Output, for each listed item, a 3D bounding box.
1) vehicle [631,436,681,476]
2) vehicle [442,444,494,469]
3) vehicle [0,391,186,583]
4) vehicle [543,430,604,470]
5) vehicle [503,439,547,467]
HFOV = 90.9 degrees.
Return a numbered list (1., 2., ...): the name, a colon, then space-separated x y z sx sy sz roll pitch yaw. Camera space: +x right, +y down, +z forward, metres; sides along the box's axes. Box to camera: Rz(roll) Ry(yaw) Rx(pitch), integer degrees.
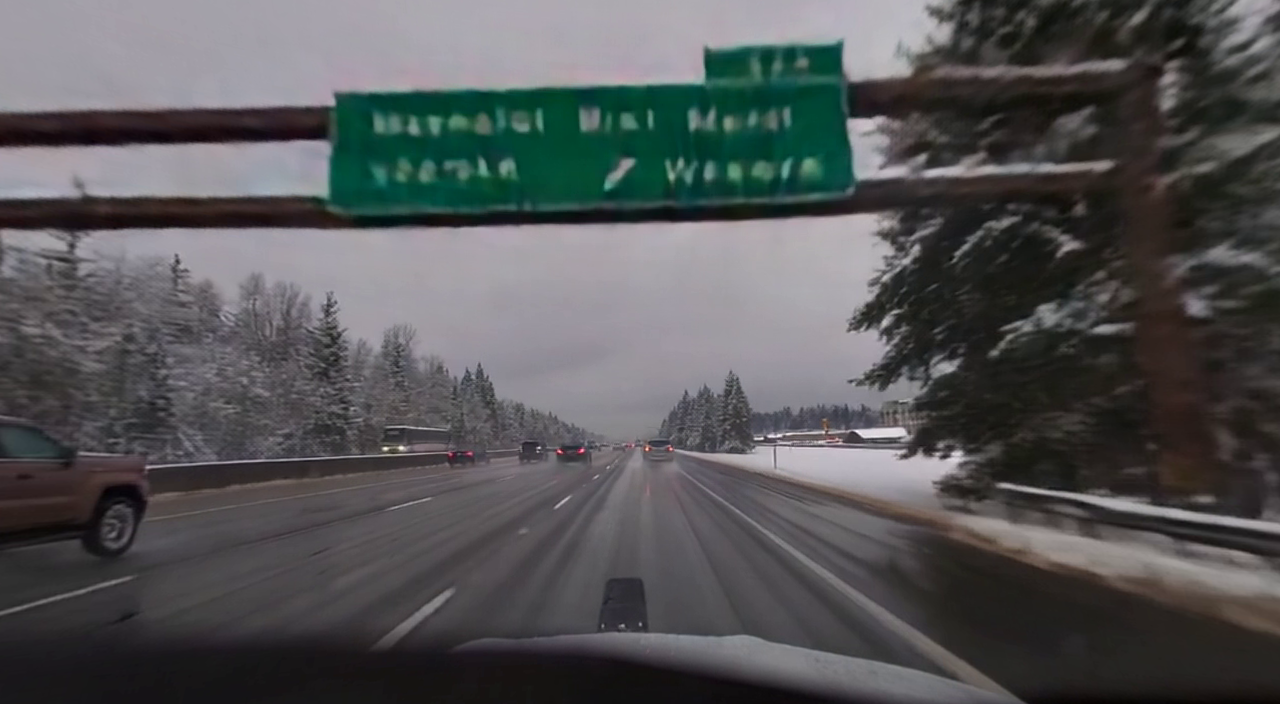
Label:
1. vehicle: 0.697 4.779 29.278 2.135 1.697 4.757 0 -8 0
2. vehicle: -11.090 6.755 41.006 1.951 1.491 4.697 0 -8 1
3. vehicle: -7.699 1.272 5.756 2.521 1.901 5.988 0 -8 2
4. vehicle: -3.652 5.570 36.099 2.751 2.050 5.761 0 -8 1
5. vehicle: -7.794 6.864 43.195 2.078 1.779 4.610 0 -8 1
